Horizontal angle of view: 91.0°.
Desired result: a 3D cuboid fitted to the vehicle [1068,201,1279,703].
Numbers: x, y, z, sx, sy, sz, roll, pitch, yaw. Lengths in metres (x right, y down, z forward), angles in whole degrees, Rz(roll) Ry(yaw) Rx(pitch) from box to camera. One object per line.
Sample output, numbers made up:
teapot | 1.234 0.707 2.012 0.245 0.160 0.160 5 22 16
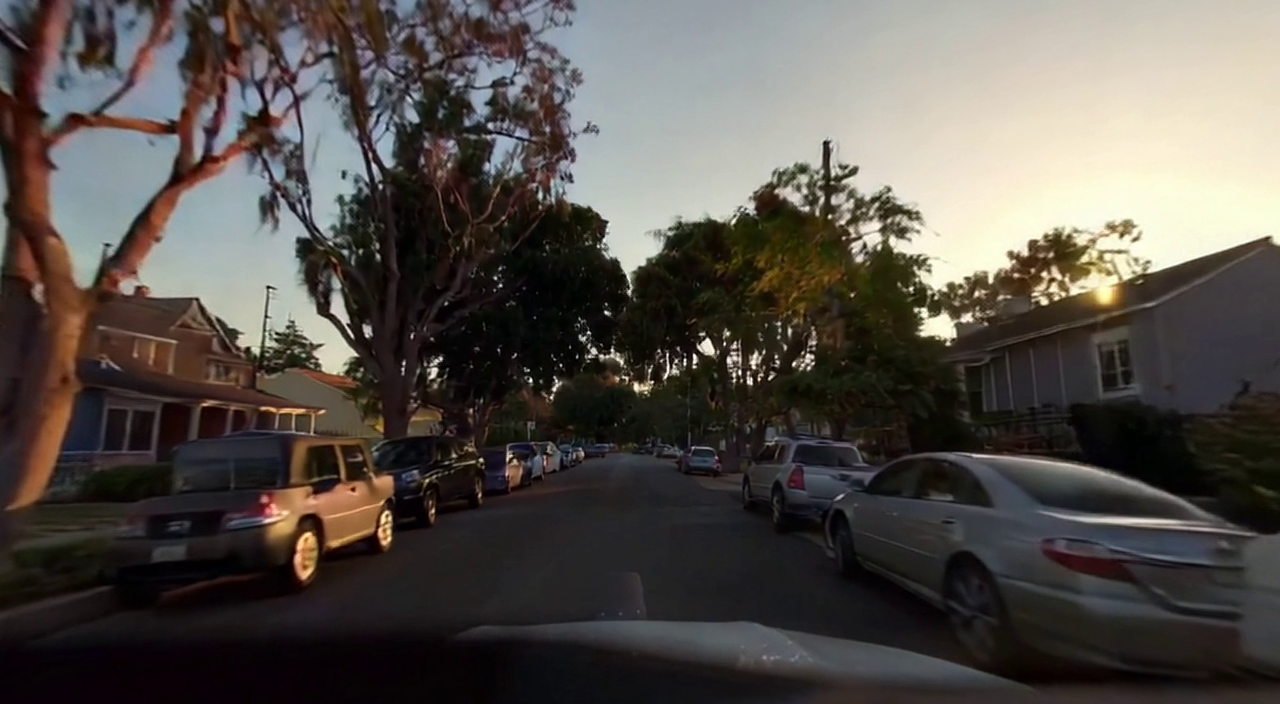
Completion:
vehicle | 3.070 0.385 0.488 1.993 2.129 4.893 -1 -7 0

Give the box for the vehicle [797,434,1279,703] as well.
vehicle | 3.050 1.557 5.911 1.808 1.428 4.824 -1 -6 -1

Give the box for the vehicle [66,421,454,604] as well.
vehicle | -4.092 1.762 8.038 1.908 1.493 4.806 4 -8 0

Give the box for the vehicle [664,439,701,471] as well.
vehicle | 3.028 7.414 45.793 2.191 2.038 4.962 0 -6 -2
